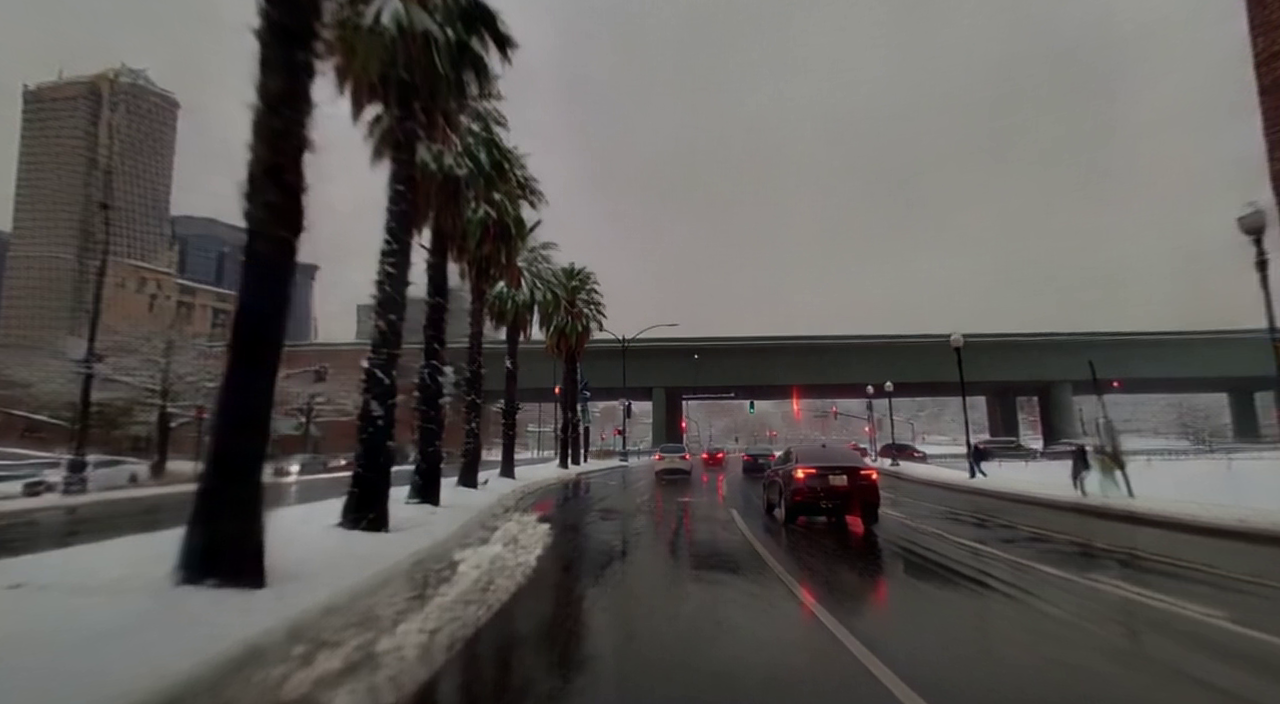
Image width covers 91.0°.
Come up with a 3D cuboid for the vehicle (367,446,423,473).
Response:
[{"bbox_3d":[-17.337,7.612,44.819,2.040,1.749,4.796,0,-9,0],"label":"vehicle"}]

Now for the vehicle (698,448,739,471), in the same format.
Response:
[{"bbox_3d":[5.508,7.367,43.488,2.134,1.492,4.674,-2,-9,15],"label":"vehicle"}]

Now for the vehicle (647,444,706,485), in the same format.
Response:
[{"bbox_3d":[1.561,4.538,25.640,2.077,1.518,3.760,-1,-9,8],"label":"vehicle"}]

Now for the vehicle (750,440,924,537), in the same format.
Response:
[{"bbox_3d":[3.526,2.514,12.398,2.051,1.509,4.933,0,-9,3],"label":"vehicle"}]

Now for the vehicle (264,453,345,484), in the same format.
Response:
[{"bbox_3d":[-17.789,6.151,33.627,1.912,1.482,4.495,0,-9,-1],"label":"vehicle"}]

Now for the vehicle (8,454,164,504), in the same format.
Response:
[{"bbox_3d":[-19.921,4.549,22.937,1.850,1.590,4.201,0,-9,-1],"label":"vehicle"}]
